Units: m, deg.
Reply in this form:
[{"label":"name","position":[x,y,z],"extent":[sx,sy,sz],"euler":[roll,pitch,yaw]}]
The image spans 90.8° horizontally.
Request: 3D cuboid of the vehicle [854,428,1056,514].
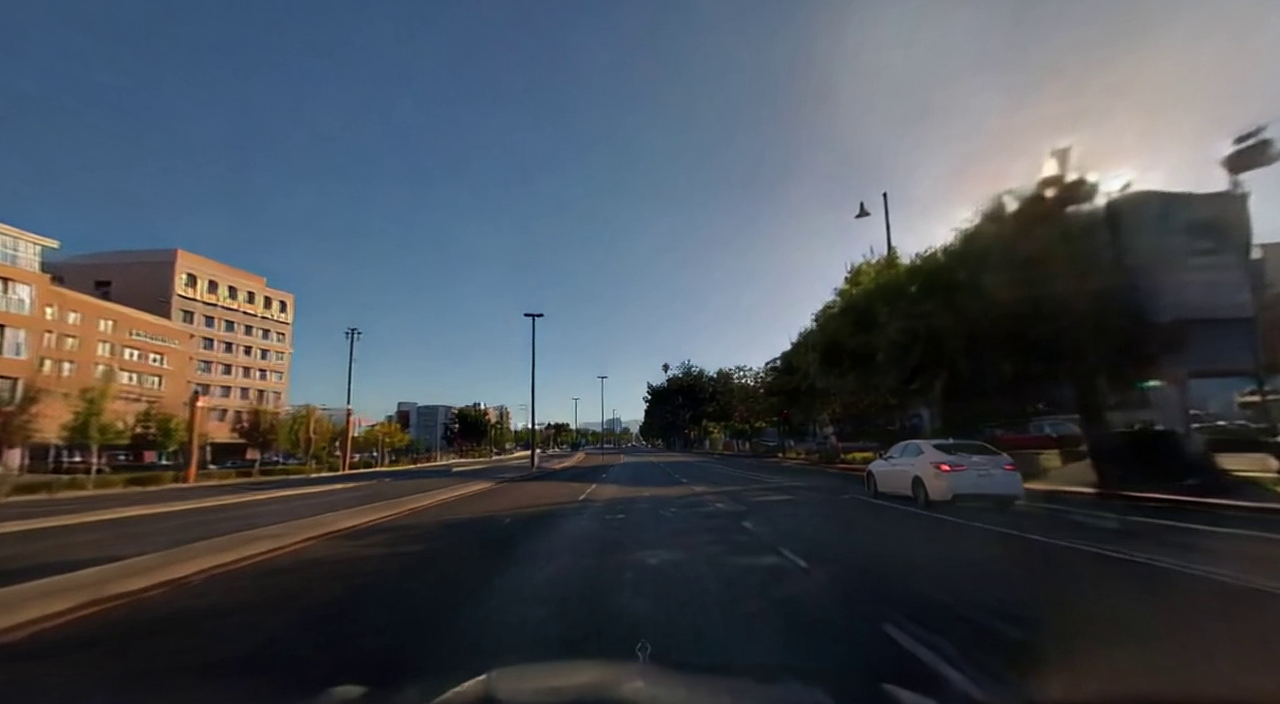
[{"label":"vehicle","position":[6.452,2.490,13.731],"extent":[1.913,1.504,4.738],"euler":[0,-9,-1]}]
